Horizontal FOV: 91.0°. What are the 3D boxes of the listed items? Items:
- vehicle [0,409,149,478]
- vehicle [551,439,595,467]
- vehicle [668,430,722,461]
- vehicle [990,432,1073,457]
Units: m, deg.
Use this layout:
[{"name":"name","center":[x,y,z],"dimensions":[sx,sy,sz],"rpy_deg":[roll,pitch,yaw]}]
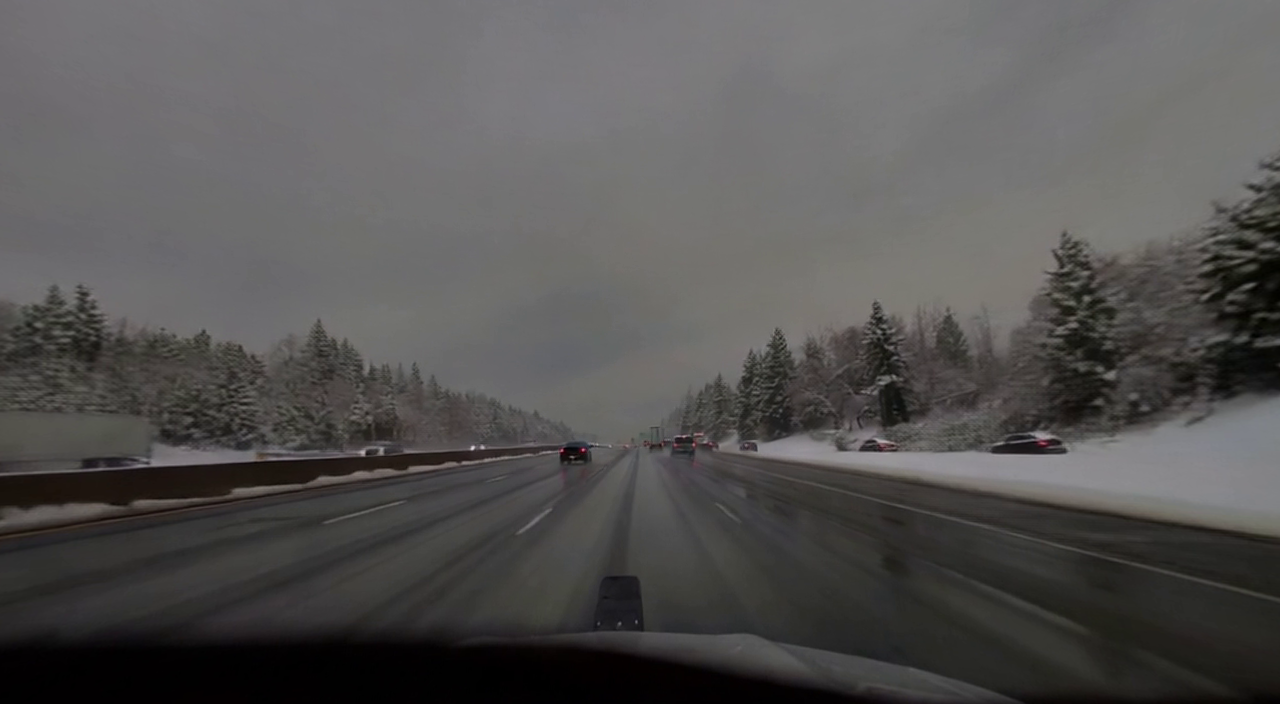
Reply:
[{"name":"vehicle","center":[-39.600,5.993,41.037],"dimensions":[3.197,4.032,16.898],"rpy_deg":[1,-9,-6]},{"name":"vehicle","center":[-3.717,5.703,35.754],"dimensions":[2.066,1.500,4.415],"rpy_deg":[0,-8,0]},{"name":"vehicle","center":[3.870,7.057,47.524],"dimensions":[3.042,2.004,14.051],"rpy_deg":[0,-8,1]},{"name":"vehicle","center":[30.750,7.300,49.613],"dimensions":[2.139,1.881,5.005],"rpy_deg":[4,-10,-28]}]
